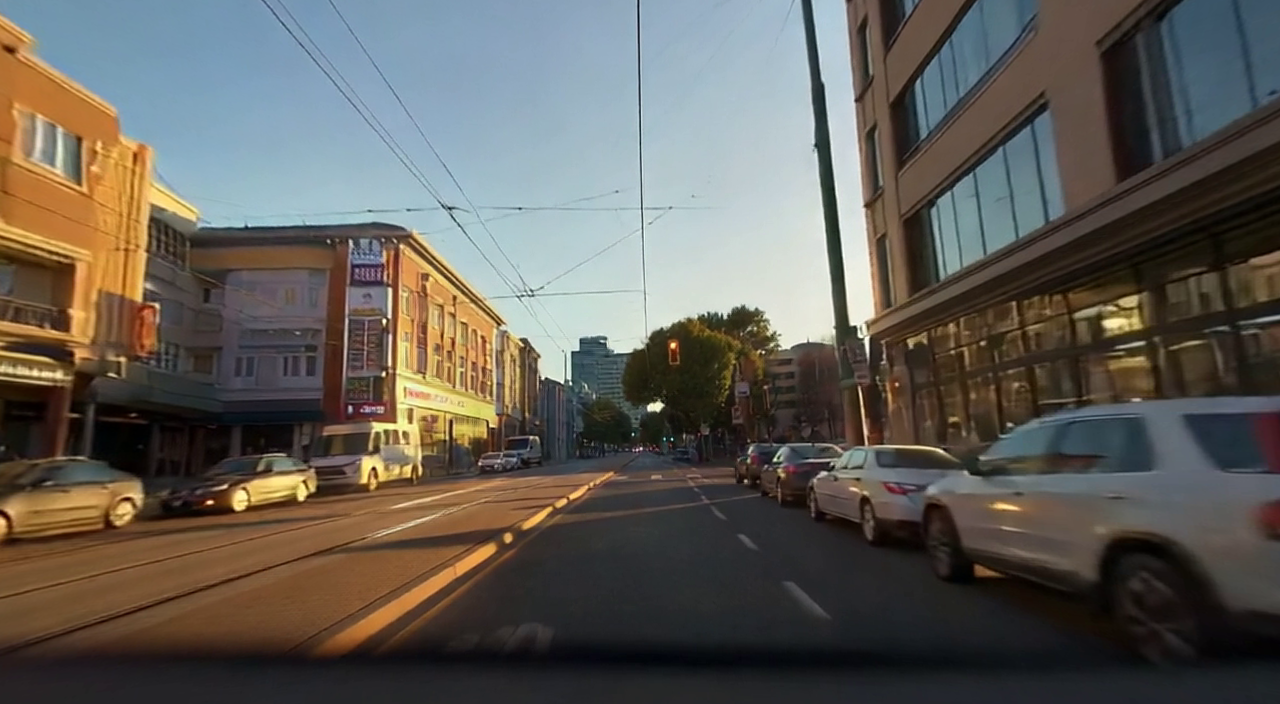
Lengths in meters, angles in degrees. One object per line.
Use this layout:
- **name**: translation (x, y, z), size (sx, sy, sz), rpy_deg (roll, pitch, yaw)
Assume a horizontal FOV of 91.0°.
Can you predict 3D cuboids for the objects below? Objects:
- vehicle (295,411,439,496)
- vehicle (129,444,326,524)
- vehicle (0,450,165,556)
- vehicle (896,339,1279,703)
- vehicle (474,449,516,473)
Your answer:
- **vehicle**: translation (-9.975, 3.822, 23.901), size (2.291, 2.745, 6.492), rpy_deg (-1, -9, 2)
- **vehicle**: translation (-9.964, 3.151, 15.720), size (1.837, 1.668, 4.354), rpy_deg (-1, -8, 2)
- **vehicle**: translation (-10.245, 2.385, 10.298), size (1.841, 1.488, 3.852), rpy_deg (0, -8, 2)
- **vehicle**: translation (3.708, 1.032, 4.238), size (1.927, 1.713, 4.807), rpy_deg (0, -8, 0)
- **vehicle**: translation (-9.567, 7.226, 41.928), size (1.897, 1.464, 4.209), rpy_deg (0, -8, -2)
